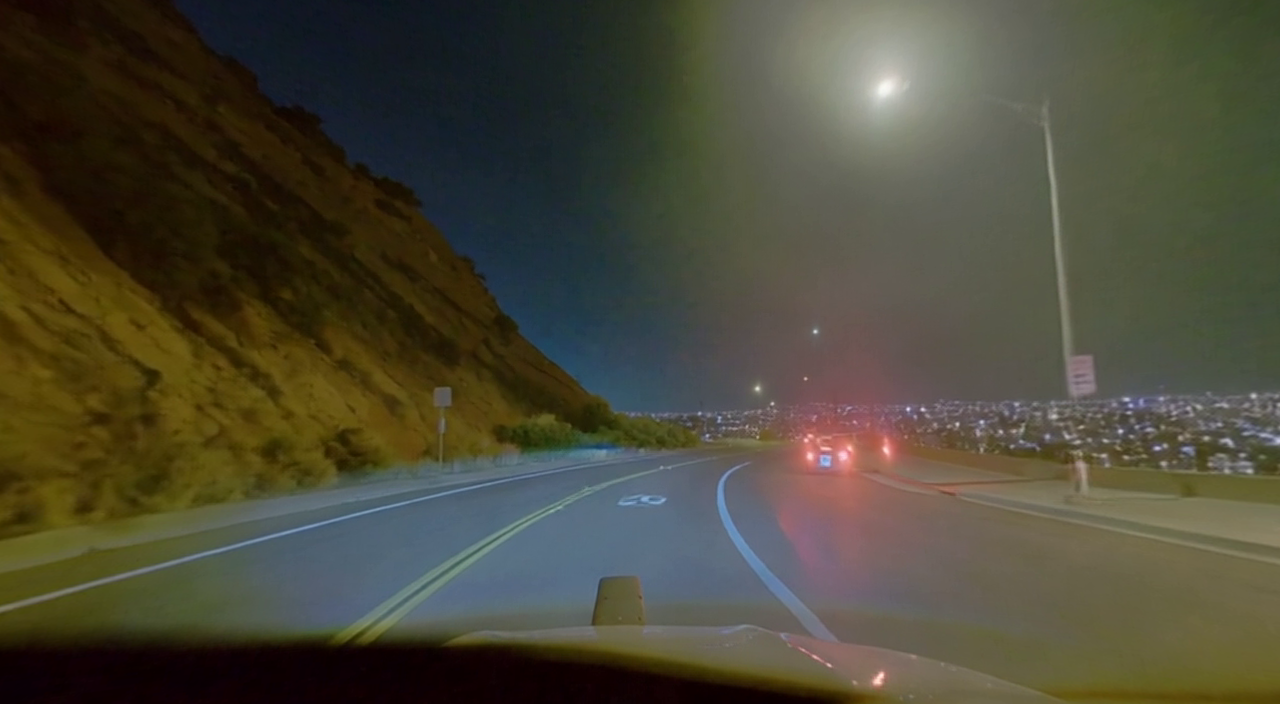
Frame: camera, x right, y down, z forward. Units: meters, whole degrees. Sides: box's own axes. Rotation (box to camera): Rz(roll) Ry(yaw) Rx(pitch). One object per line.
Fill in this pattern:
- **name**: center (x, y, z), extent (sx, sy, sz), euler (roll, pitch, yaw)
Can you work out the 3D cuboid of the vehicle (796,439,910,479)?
- **vehicle**: center (9.435, 4.666, 27.867), extent (4.963, 1.585, 2.155), euler (6, -8, -33)
